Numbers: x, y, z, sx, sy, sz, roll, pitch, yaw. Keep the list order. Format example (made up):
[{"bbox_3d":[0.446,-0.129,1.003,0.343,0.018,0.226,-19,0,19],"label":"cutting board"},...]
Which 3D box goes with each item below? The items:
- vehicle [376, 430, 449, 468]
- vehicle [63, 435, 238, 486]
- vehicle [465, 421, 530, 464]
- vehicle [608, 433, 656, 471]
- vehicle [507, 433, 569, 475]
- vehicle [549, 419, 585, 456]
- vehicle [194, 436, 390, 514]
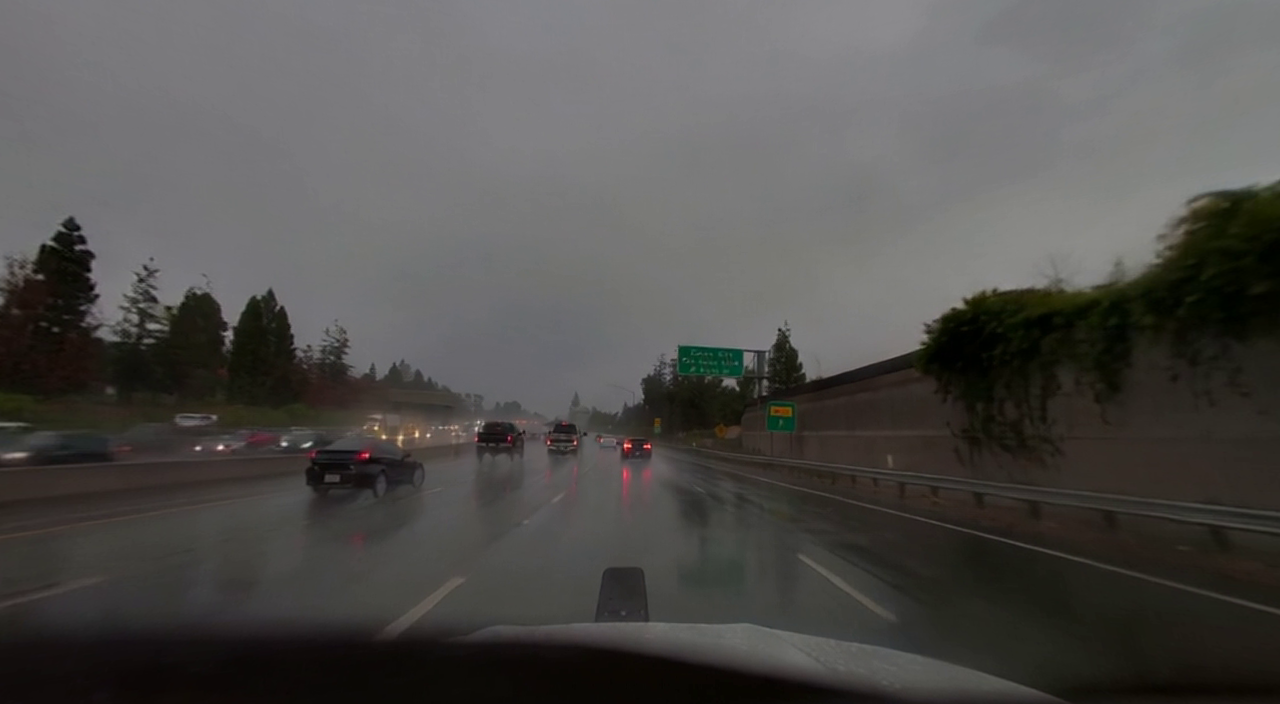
[{"bbox_3d":[-11.948,5.140,33.546,2.079,1.807,5.187,0,-8,-2],"label":"vehicle"},{"bbox_3d":[-15.646,3.483,20.594,2.064,1.461,4.657,0,-8,-2],"label":"vehicle"},{"bbox_3d":[-8.604,5.578,38.820,2.773,2.402,6.232,0,-8,-2],"label":"vehicle"},{"bbox_3d":[-0.432,4.671,29.669,2.092,1.671,3.772,0,-8,-2],"label":"vehicle"},{"bbox_3d":[-4.257,4.338,27.061,2.005,1.631,4.295,0,-8,-1],"label":"vehicle"},{"bbox_3d":[-5.539,6.602,48.389,2.279,2.672,5.256,0,-8,-2],"label":"vehicle"},{"bbox_3d":[-7.510,2.678,14.253,1.896,1.465,4.399,0,-8,0],"label":"vehicle"}]
